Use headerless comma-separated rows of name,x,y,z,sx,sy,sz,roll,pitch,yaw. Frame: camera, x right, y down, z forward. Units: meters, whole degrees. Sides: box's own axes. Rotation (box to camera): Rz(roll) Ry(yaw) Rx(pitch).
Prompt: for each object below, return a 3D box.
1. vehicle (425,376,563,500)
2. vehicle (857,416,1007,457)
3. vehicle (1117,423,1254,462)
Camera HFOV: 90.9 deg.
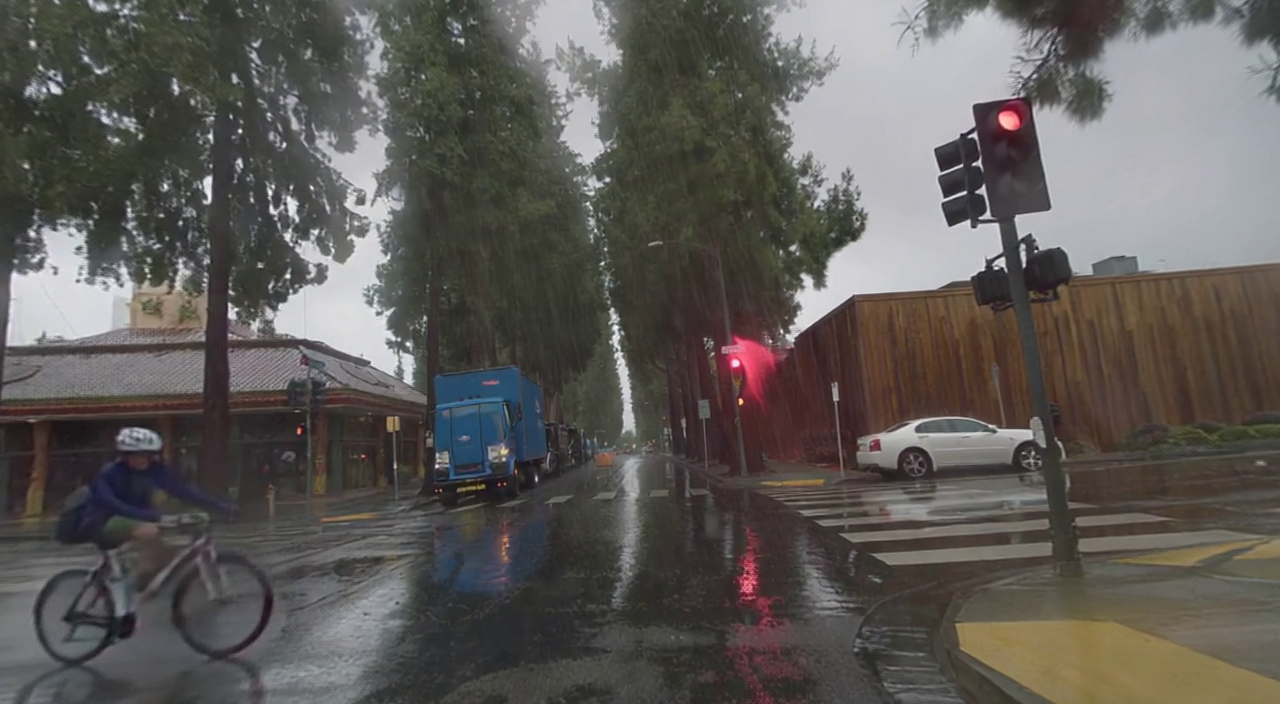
vehicle,-5.775,3.729,27.180,3.113,4.041,10.284,-5,-8,0
vehicle,10.701,3.141,23.419,4.643,1.456,1.820,-1,-8,5
vehicle,24.972,4.158,29.001,4.268,1.695,2.053,0,-8,3
